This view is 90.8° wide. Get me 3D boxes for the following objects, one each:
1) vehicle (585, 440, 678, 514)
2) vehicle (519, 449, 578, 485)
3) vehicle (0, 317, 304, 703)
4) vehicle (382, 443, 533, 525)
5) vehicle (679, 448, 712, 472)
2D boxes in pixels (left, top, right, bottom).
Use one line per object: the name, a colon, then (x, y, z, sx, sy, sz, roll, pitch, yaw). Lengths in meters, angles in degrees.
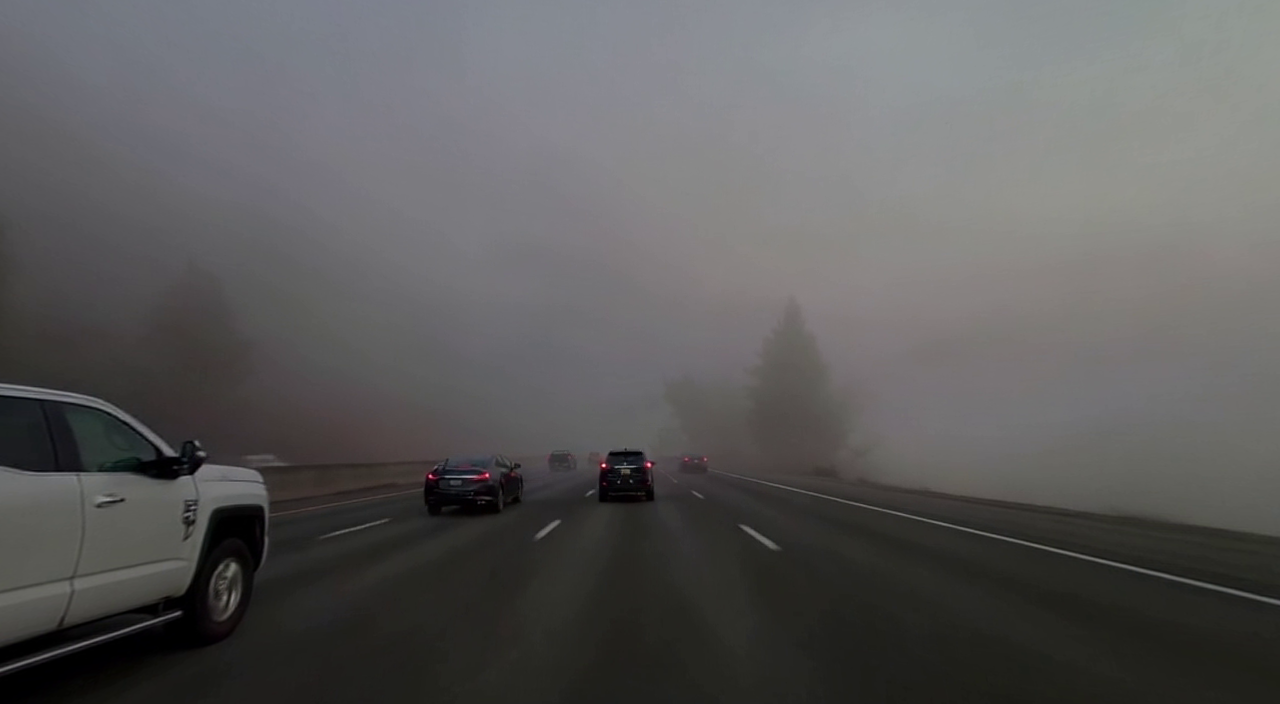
vehicle: (-0.196, 2.994, 15.491, 1.996, 1.574, 3.426, 0, -9, 0)
vehicle: (-4.016, 5.100, 28.340, 1.999, 1.484, 4.269, 0, -9, 0)
vehicle: (-3.929, 0.785, 2.653, 2.243, 1.889, 4.949, 0, -9, 0)
vehicle: (-3.746, 2.792, 13.901, 1.988, 1.501, 4.438, 0, -9, 0)
vehicle: (3.727, 7.356, 43.053, 1.858, 1.537, 3.838, 0, -9, -1)
